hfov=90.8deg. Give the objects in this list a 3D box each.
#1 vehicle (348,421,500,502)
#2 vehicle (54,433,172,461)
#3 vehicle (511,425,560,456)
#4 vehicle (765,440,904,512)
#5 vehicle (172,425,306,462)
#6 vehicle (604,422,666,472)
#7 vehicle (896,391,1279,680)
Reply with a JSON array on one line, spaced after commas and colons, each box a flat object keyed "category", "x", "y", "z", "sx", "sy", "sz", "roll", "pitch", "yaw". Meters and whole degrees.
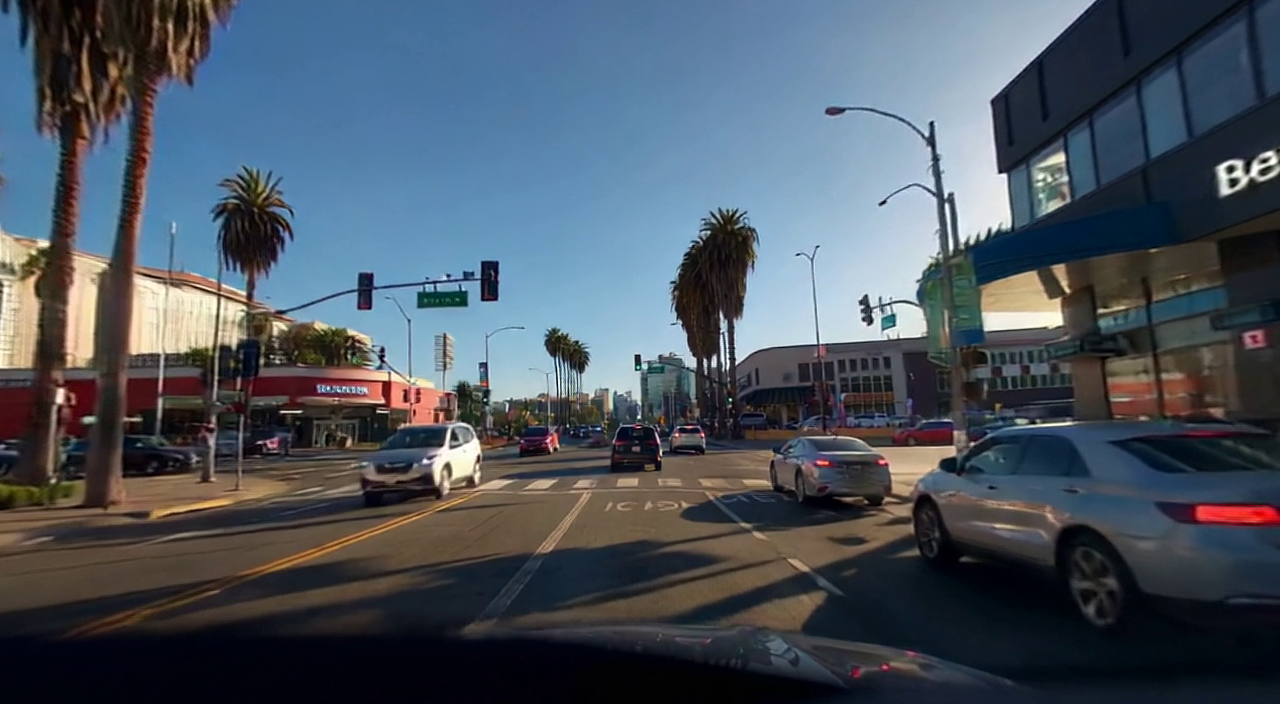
[{"category": "vehicle", "x": -5.437, "y": 2.822, "z": 16.776, "sx": 2.324, "sy": 1.808, "sz": 4.946, "roll": 0, "pitch": -8, "yaw": -1}, {"category": "vehicle", "x": -28.460, "y": 5.124, "z": 34.171, "sx": 4.734, "sy": 1.416, "sz": 2.083, "roll": -1, "pitch": -7, "yaw": 6}, {"category": "vehicle", "x": -6.022, "y": 5.154, "z": 36.837, "sx": 2.040, "sy": 1.670, "sz": 4.508, "roll": 0, "pitch": -8, "yaw": 0}, {"category": "vehicle", "x": 4.445, "y": 2.879, "z": 15.304, "sx": 1.963, "sy": 1.449, "sz": 4.653, "roll": 0, "pitch": -8, "yaw": 1}, {"category": "vehicle", "x": -20.854, "y": 4.775, "z": 33.013, "sx": 5.674, "sy": 1.804, "sz": 2.190, "roll": -1, "pitch": -8, "yaw": 6}, {"category": "vehicle", "x": -0.219, "y": 3.819, "z": 25.538, "sx": 2.264, "sy": 1.798, "sz": 4.531, "roll": 0, "pitch": -8, "yaw": -1}, {"category": "vehicle", "x": 4.362, "y": 1.409, "z": 6.057, "sx": 2.070, "sy": 1.711, "sz": 4.480, "roll": -1, "pitch": -8, "yaw": 3}]
